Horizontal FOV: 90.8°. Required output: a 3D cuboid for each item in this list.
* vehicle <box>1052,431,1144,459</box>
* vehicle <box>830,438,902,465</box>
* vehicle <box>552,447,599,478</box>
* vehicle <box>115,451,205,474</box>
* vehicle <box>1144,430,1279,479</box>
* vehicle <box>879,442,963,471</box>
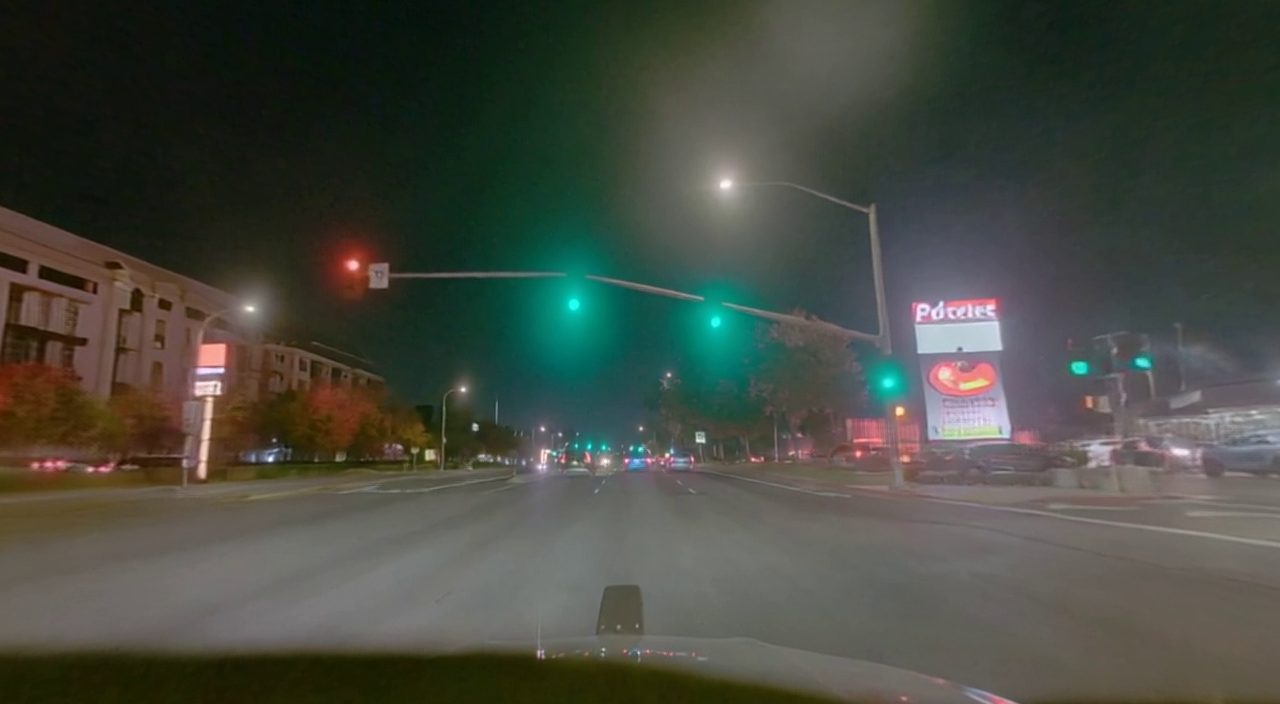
[{"bbox_3d":[29.609,6.087,41.085,2.053,1.559,5.138,-2,-10,-1],"label":"vehicle"},{"bbox_3d":[16.535,7.262,46.207,5.004,1.893,2.228,5,-11,-33],"label":"vehicle"},{"bbox_3d":[-3.466,6.044,34.900,2.035,1.564,4.702,0,-9,1],"label":"vehicle"},{"bbox_3d":[-33.610,7.728,44.282,4.544,1.515,2.218,-1,-9,3],"label":"vehicle"},{"bbox_3d":[20.869,3.601,22.374,1.967,1.540,4.966,0,-9,1],"label":"vehicle"},{"bbox_3d":[16.250,5.993,36.520,4.673,1.555,2.010,5,-10,-30],"label":"vehicle"}]
